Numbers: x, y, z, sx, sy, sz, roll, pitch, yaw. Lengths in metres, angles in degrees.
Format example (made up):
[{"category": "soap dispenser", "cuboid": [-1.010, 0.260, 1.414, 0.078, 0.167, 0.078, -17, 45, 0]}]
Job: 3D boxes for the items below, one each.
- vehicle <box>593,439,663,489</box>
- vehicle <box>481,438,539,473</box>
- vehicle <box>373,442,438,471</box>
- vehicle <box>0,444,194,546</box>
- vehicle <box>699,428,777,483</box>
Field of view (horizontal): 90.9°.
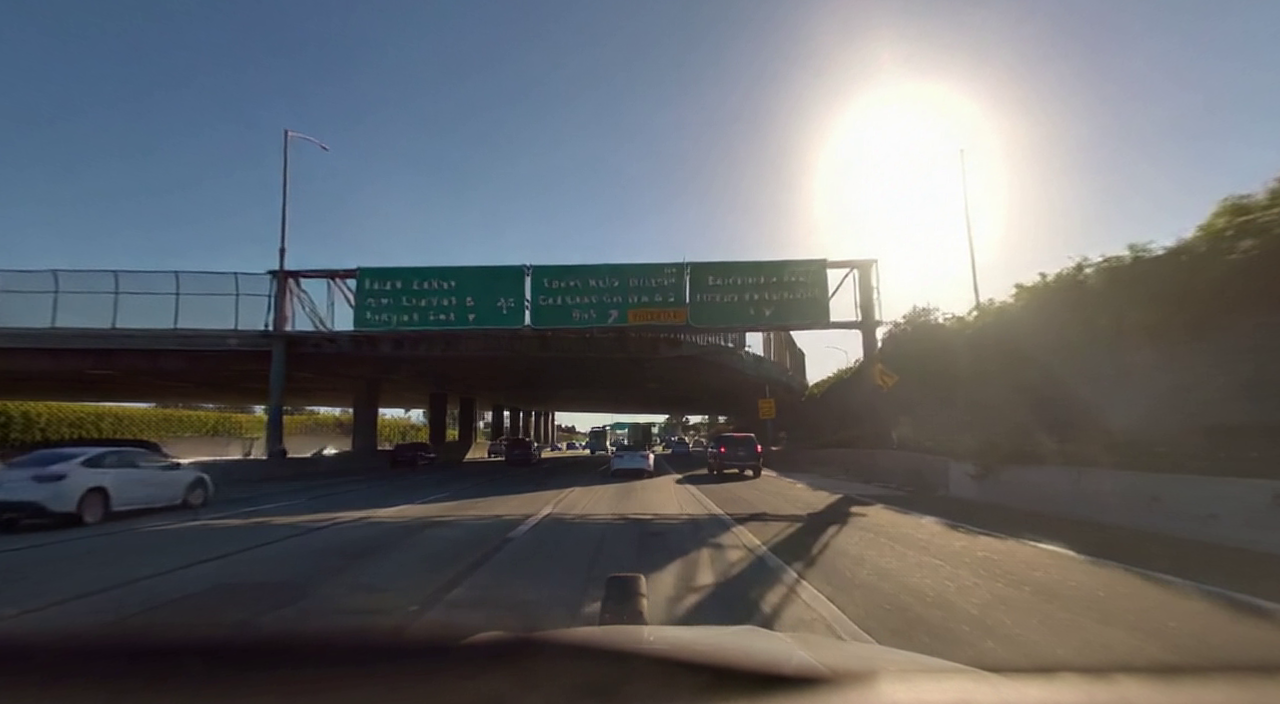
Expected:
[{"category": "vehicle", "cuboid": [-0.334, 3.635, 20.760, 2.042, 1.446, 4.269, 0, -8, 0]}, {"category": "vehicle", "cuboid": [-6.726, 5.397, 33.084, 2.060, 1.669, 4.242, 0, -8, 1]}, {"category": "vehicle", "cuboid": [-14.271, 6.377, 38.750, 2.055, 1.628, 4.898, 0, -8, 1]}, {"category": "vehicle", "cuboid": [-10.554, 2.429, 11.310, 1.961, 1.510, 4.260, 0, -8, 0]}, {"category": "vehicle", "cuboid": [3.383, 3.680, 22.669, 2.001, 1.771, 4.250, 0, -8, -1]}]
